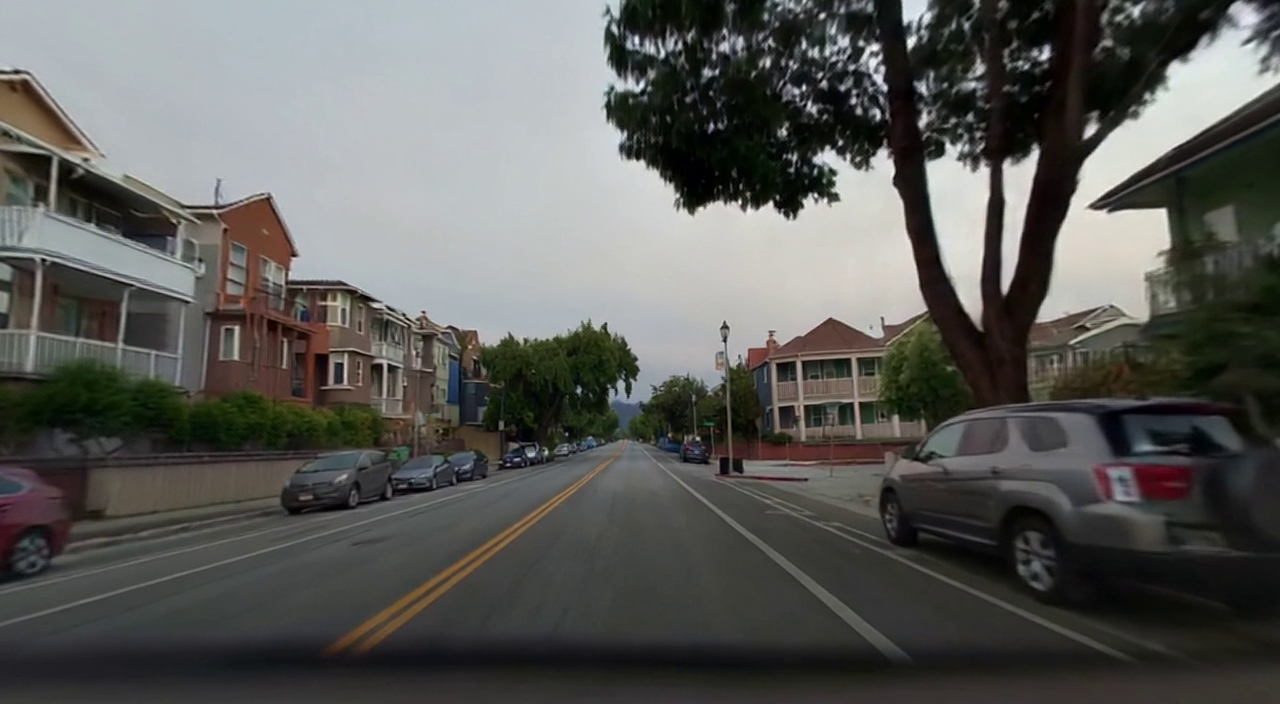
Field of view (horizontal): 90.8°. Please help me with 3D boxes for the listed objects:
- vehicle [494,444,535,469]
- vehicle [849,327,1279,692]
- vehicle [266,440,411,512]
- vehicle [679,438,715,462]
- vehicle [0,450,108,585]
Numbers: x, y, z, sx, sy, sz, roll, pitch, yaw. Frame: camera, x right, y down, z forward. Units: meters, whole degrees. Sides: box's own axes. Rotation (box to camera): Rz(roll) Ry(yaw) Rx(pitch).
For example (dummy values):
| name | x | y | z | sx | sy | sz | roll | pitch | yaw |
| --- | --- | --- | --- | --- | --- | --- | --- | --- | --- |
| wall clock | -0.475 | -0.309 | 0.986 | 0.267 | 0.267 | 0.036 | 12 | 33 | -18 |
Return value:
| name | x | y | z | sx | sy | sz | roll | pitch | yaw |
| --- | --- | --- | --- | --- | --- | --- | --- | --- | --- |
| vehicle | -8.250 | 6.900 | 41.959 | 1.967 | 1.517 | 4.360 | 0 | -8 | -2 |
| vehicle | 4.308 | 1.294 | 6.492 | 2.393 | 2.075 | 5.683 | 0 | -8 | 0 |
| vehicle | -8.127 | 3.352 | 17.556 | 1.919 | 1.698 | 4.328 | 0 | -9 | -1 |
| vehicle | 4.151 | 7.222 | 46.524 | 2.034 | 1.674 | 4.271 | 1 | -8 | -3 |
| vehicle | -8.224 | 1.761 | 6.331 | 1.983 | 1.514 | 4.459 | 0 | -9 | -2 |
